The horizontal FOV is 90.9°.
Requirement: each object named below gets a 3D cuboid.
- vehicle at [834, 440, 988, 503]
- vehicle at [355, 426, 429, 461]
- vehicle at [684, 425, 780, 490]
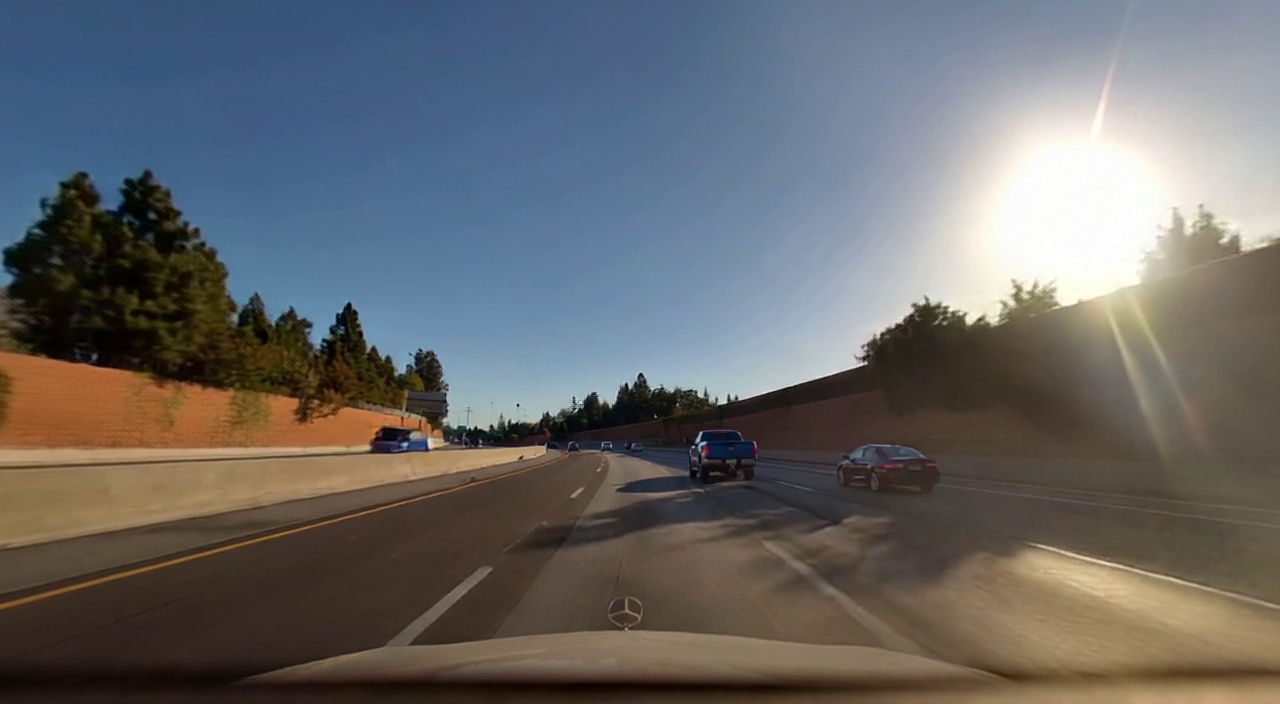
[{"bbox_3d":[7.262,3.225,17.610,1.976,1.485,4.925,0,-8,-2],"label":"vehicle"},{"bbox_3d":[-14.825,5.520,38.121,2.324,1.948,5.784,0,-8,-2],"label":"vehicle"},{"bbox_3d":[3.028,3.657,22.230,2.374,1.952,5.431,0,-8,-2],"label":"vehicle"}]
